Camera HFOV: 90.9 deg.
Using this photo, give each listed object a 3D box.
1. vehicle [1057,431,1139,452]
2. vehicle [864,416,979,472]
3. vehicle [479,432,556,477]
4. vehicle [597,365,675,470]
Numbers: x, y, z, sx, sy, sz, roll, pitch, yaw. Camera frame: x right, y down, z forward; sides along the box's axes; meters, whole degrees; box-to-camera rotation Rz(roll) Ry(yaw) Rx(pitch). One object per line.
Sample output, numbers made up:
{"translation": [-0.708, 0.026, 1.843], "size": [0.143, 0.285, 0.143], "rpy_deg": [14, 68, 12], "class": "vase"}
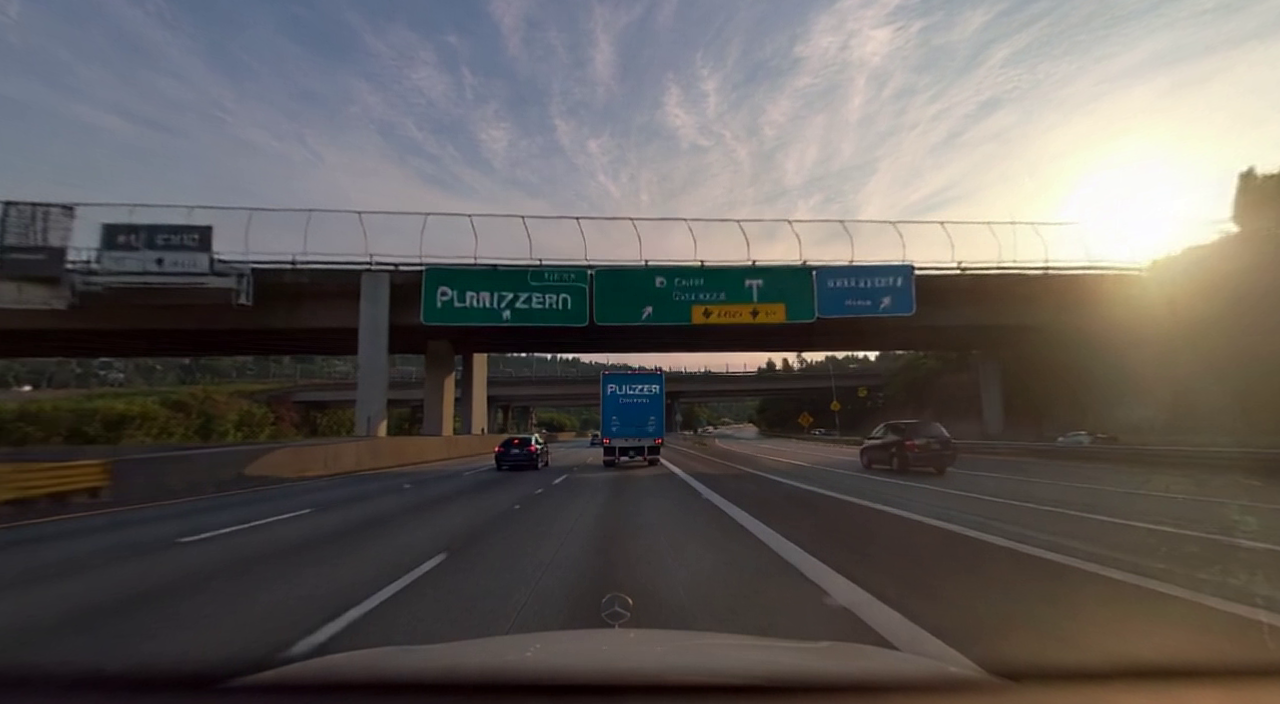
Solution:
{"translation": [33.084, 6.469, 45.533], "size": [4.591, 1.466, 1.973], "rpy_deg": [-6, -10, 37], "class": "vehicle"}
{"translation": [10.192, 3.383, 23.274], "size": [2.052, 1.841, 4.481], "rpy_deg": [0, -8, -1], "class": "vehicle"}
{"translation": [-4.279, 3.627, 22.626], "size": [1.943, 1.446, 4.158], "rpy_deg": [0, -8, 0], "class": "vehicle"}
{"translation": [-0.356, 3.262, 29.841], "size": [2.926, 3.959, 11.818], "rpy_deg": [0, -8, -2], "class": "vehicle"}
